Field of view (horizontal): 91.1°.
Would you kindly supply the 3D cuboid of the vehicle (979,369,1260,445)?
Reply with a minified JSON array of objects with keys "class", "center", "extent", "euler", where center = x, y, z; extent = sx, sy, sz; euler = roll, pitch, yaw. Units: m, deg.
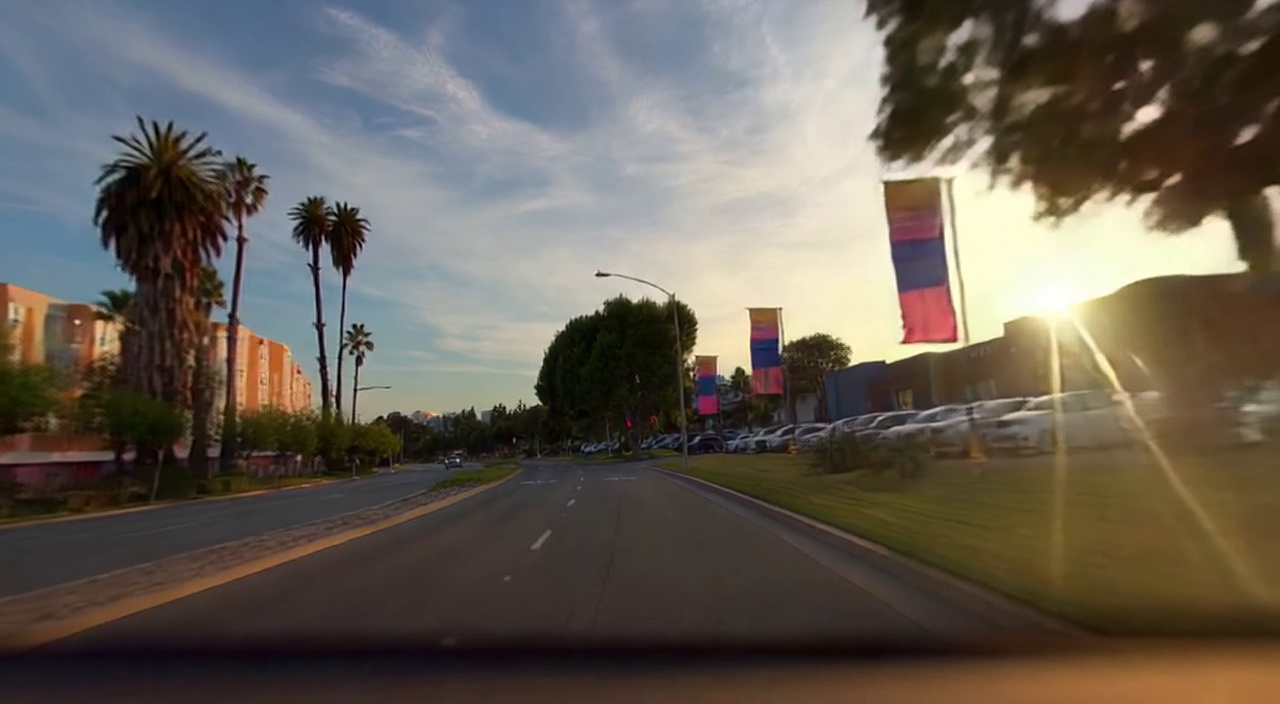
[{"class":"vehicle","center":[10.901,1.345,14.624],"extent":[4.671,1.630,2.200],"euler":[0,-8,2]}]

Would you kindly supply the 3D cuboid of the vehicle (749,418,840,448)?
[{"class":"vehicle","center":[8.880,4.689,36.307],"extent":[4.636,1.695,2.025],"euler":[1,-8,-4]}]
